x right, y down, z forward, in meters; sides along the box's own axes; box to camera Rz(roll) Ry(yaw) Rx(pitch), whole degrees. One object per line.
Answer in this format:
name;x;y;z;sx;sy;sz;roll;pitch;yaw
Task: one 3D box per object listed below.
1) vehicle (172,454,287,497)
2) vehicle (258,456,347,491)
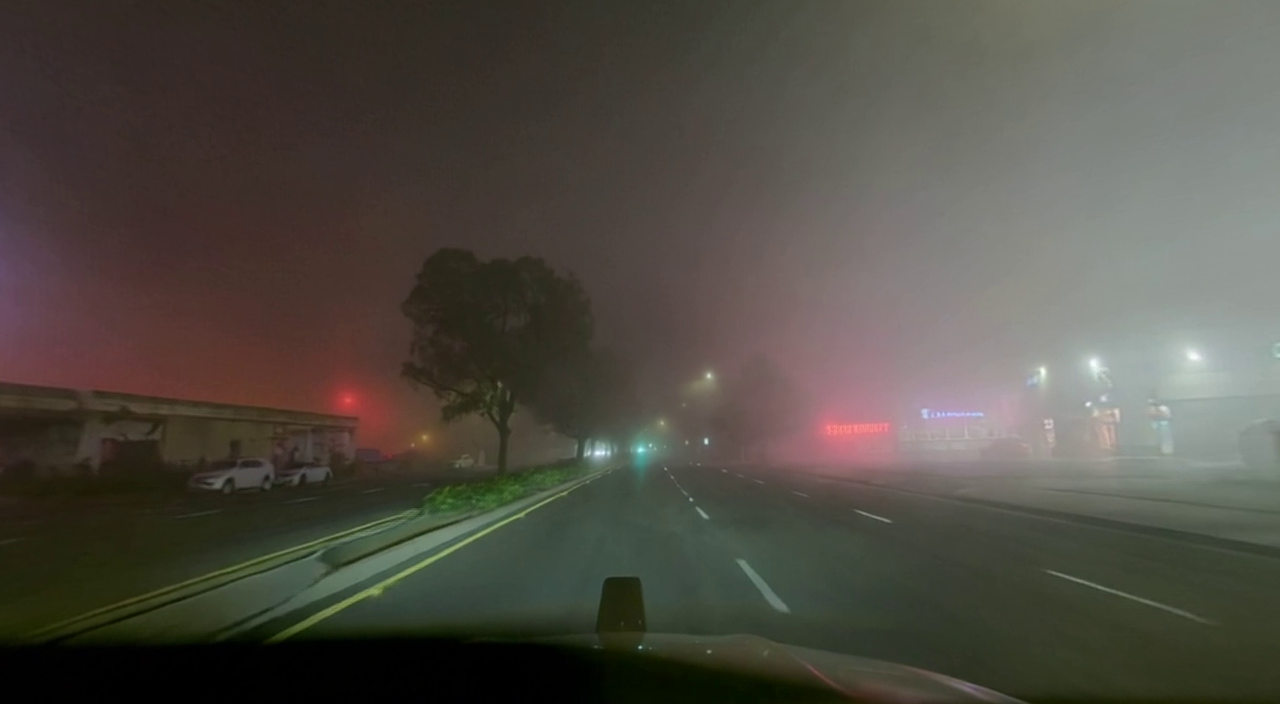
vehicle;-19.135;5.747;29.598;2.029;1.785;4.694;0;-9;3
vehicle;-18.826;6.778;35.309;1.959;1.535;5.081;0;-7;3
